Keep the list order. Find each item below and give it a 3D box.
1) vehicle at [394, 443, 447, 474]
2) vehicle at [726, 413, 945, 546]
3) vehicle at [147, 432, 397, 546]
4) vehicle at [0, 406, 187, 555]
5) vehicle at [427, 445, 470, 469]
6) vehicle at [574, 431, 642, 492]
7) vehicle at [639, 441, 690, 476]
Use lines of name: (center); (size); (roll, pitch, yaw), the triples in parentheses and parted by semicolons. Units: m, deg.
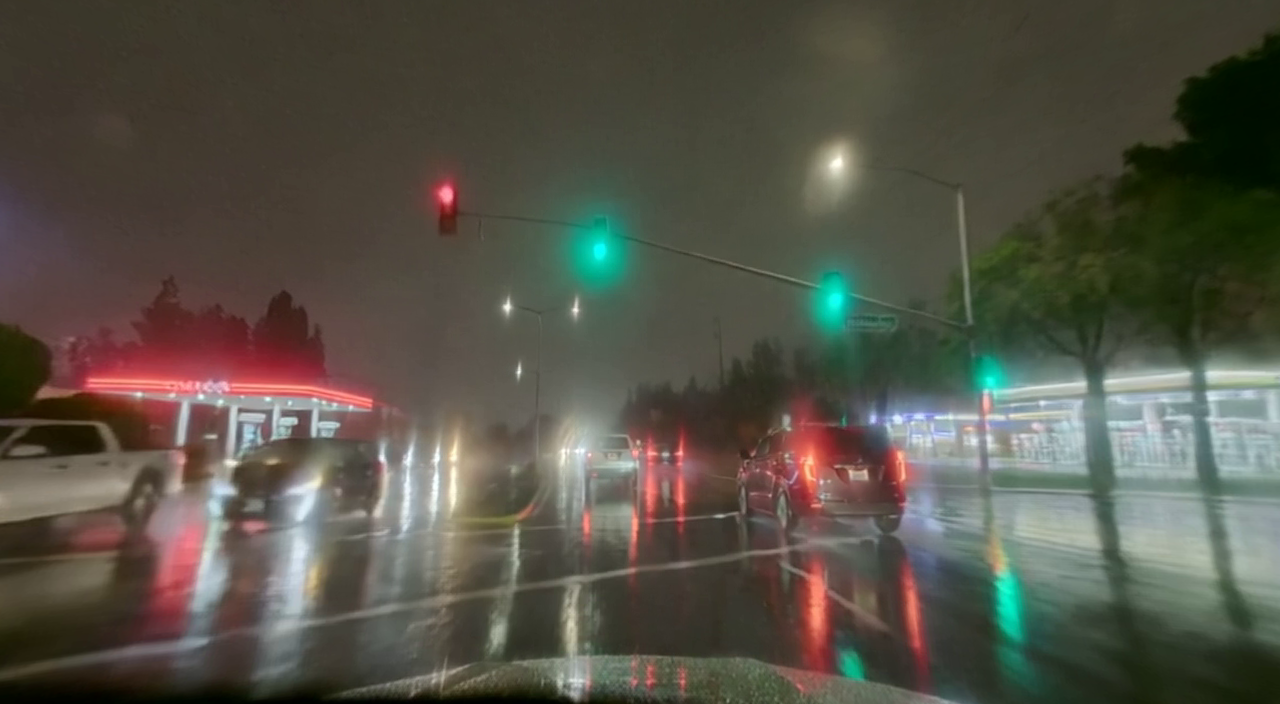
vehicle: (-11.002, 5.354, 31.796); (1.665, 1.442, 3.720); (1, -8, -6)
vehicle: (2.910, 2.003, 10.546); (2.000, 1.745, 4.206); (1, -8, -5)
vehicle: (-5.775, 2.151, 10.676); (1.987, 1.505, 4.337); (1, -8, -6)
vehicle: (-8.743, 1.717, 8.736); (1.992, 1.755, 4.283); (1, -8, -6)
vehicle: (-12.351, 6.742, 40.849); (1.872, 1.439, 4.507); (1, -8, -7)
vehicle: (-1.159, 3.578, 20.993); (2.051, 1.798, 4.168); (1, -8, -6)
vehicle: (1.114, 5.104, 30.479); (1.800, 1.592, 3.658); (1, -8, -8)
